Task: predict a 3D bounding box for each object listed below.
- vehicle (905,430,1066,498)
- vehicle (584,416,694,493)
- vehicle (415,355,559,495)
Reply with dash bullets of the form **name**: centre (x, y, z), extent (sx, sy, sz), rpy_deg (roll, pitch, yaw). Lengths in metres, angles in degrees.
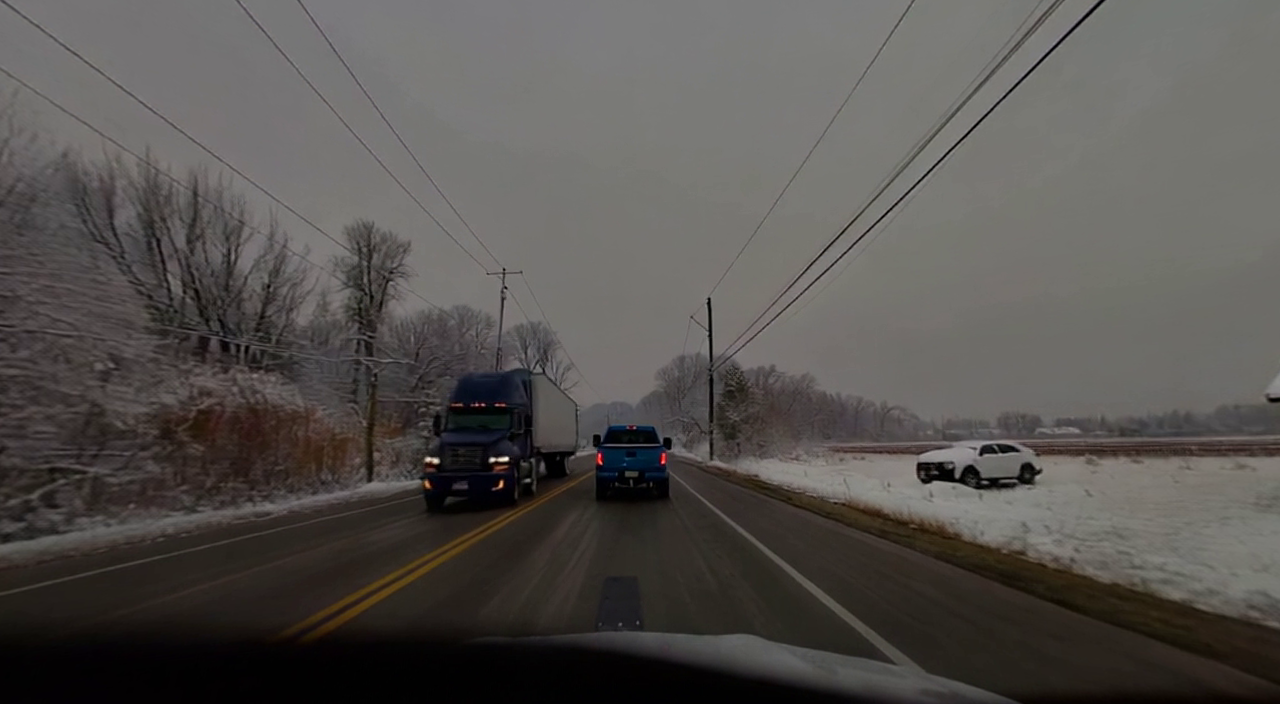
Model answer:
- **vehicle**: centre (10.632, 3.339, 19.296), extent (5.304, 1.754, 2.340), rpy_deg (7, -11, -39)
- **vehicle**: centre (-0.076, 3.283, 20.553), extent (2.921, 2.031, 7.416), rpy_deg (0, -8, -1)
- **vehicle**: centre (-4.844, 2.630, 21.998), extent (3.063, 3.986, 7.883), rpy_deg (0, -8, -1)
